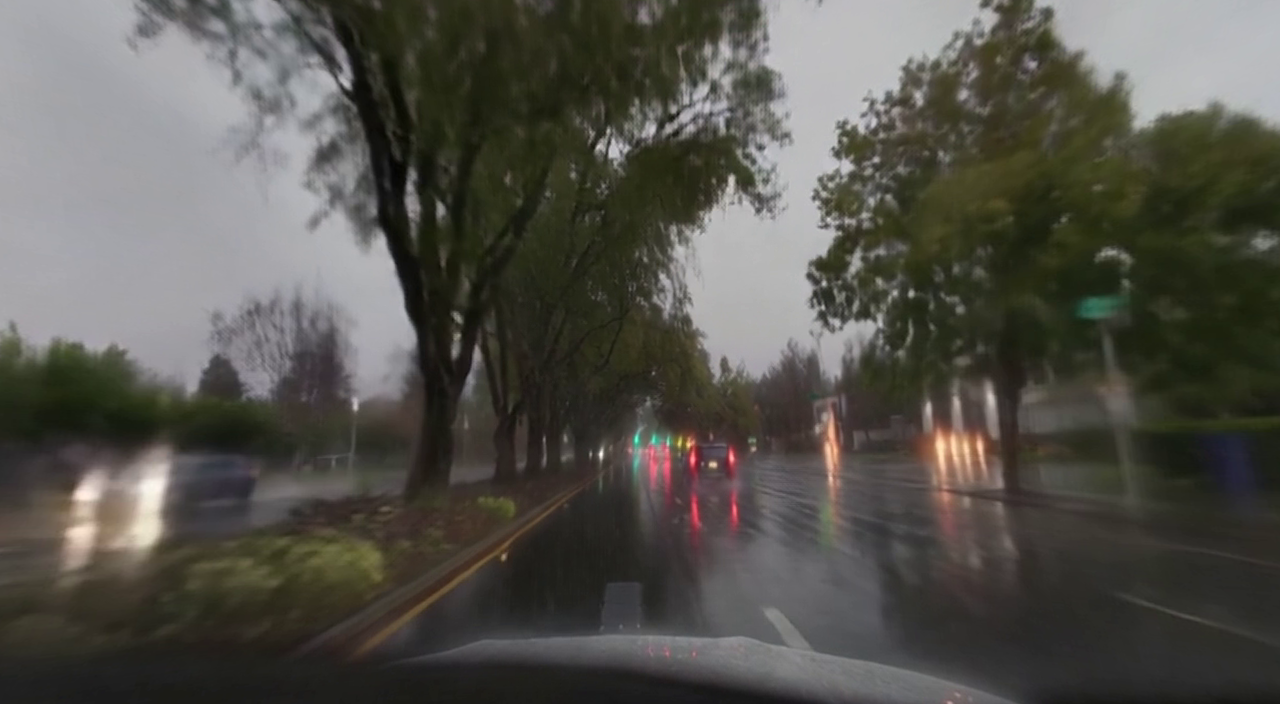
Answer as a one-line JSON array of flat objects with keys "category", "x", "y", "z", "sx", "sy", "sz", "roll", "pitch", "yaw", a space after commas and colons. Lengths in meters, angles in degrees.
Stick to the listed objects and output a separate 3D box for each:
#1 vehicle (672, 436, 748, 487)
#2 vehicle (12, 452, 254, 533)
[{"category": "vehicle", "x": 2.555, "y": 4.132, "z": 24.224, "sx": 2.240, "sy": 1.740, "sz": 4.605, "roll": 0, "pitch": -8, "yaw": -2}, {"category": "vehicle", "x": -12.177, "y": 3.340, "z": 15.788, "sx": 1.888, "sy": 1.615, "sz": 5.012, "roll": 0, "pitch": -8, "yaw": 0}]
